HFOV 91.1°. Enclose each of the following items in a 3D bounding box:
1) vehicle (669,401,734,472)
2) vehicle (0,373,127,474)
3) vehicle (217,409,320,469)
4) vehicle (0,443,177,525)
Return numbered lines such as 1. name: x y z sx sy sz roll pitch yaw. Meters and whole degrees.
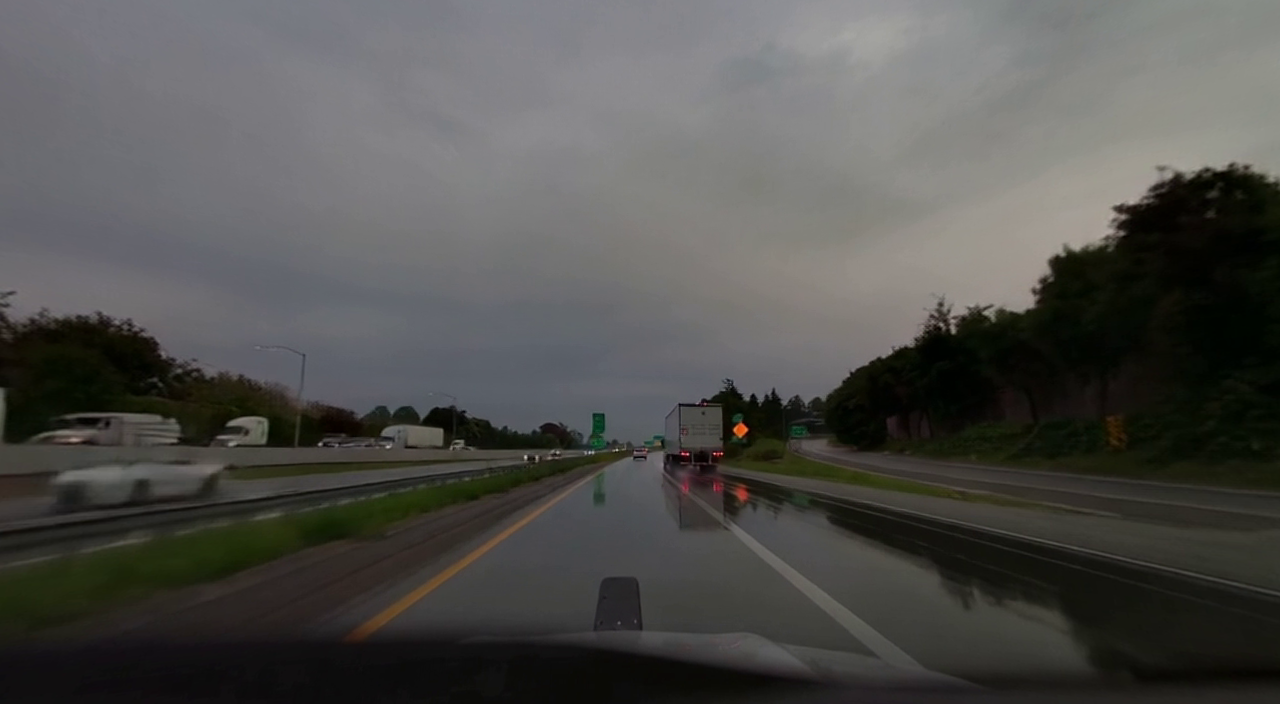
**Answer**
1. vehicle: 3.899 5.972 43.606 3.185 4.154 12.638 0 -9 0
2. vehicle: -26.309 2.976 25.534 2.933 3.877 9.896 0 -9 -3
3. vehicle: -26.604 6.355 45.528 3.120 3.923 6.859 0 -9 0
4. vehicle: -13.375 2.906 14.419 2.101 1.571 4.375 0 -9 0
